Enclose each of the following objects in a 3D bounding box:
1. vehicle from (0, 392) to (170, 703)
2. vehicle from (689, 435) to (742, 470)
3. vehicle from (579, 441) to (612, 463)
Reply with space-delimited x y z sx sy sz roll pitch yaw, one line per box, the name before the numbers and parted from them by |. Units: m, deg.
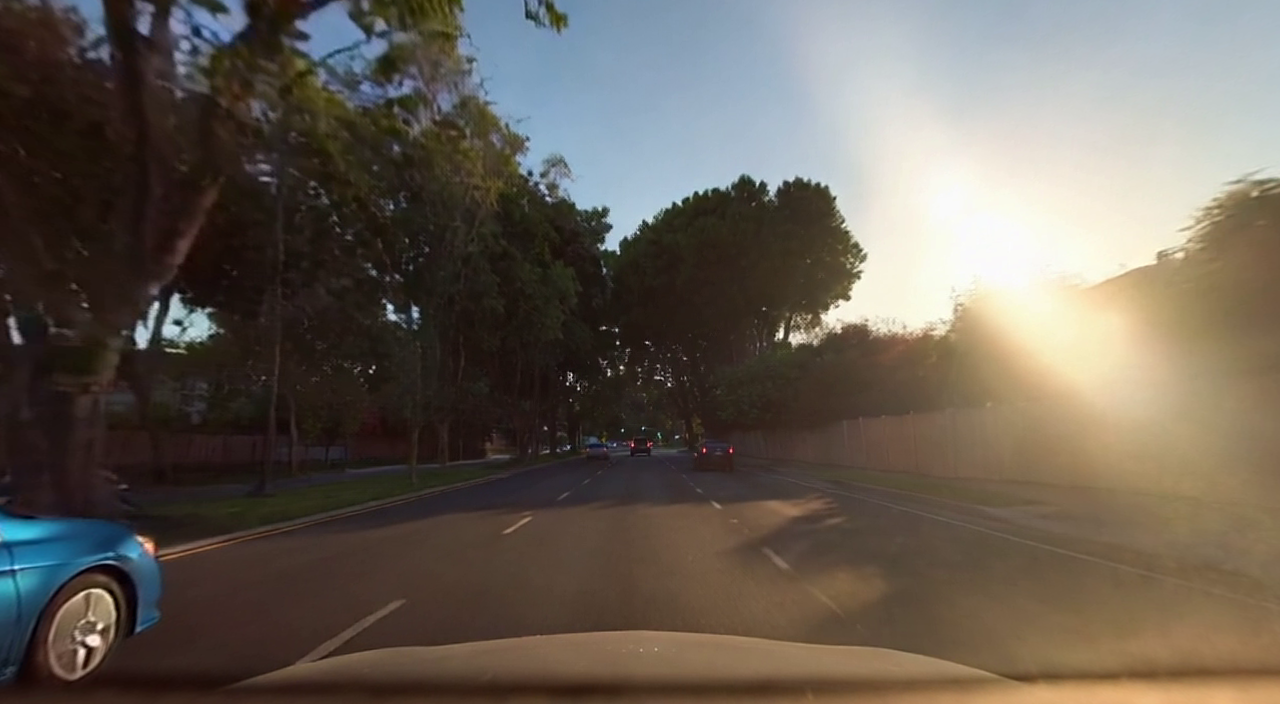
vehicle | -3.730 0.685 0.974 2.091 1.503 4.989 0 -8 1
vehicle | 3.817 5.170 32.642 2.182 1.688 4.187 0 -8 -1
vehicle | -3.015 6.877 43.533 1.940 1.473 4.133 0 -8 1
